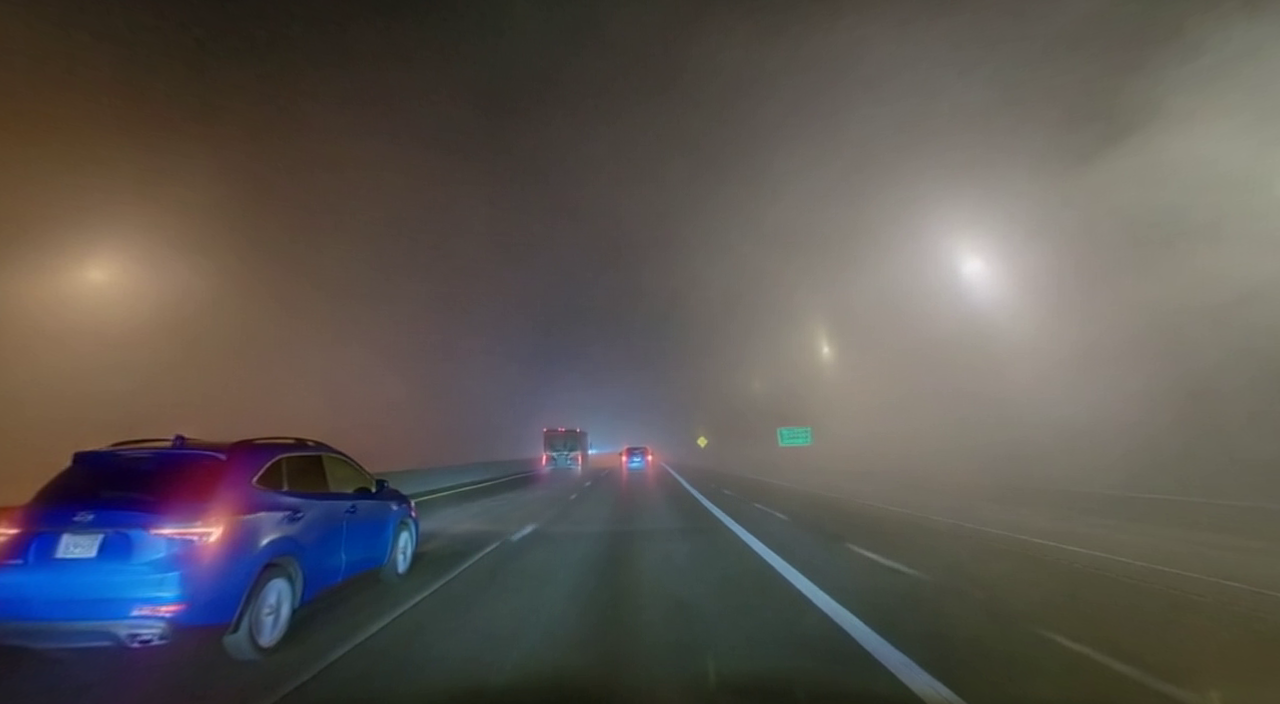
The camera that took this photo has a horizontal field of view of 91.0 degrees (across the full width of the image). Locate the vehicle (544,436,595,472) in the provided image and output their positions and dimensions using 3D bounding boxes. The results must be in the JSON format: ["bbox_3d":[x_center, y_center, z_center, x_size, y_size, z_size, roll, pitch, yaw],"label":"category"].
[{"bbox_3d":[-3.893,5.746,35.616,2.264,1.901,4.647,0,-9,1],"label":"vehicle"}]

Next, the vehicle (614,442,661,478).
[{"bbox_3d":[-0.083,5.058,29.765,2.086,1.548,4.325,0,-9,1],"label":"vehicle"}]
